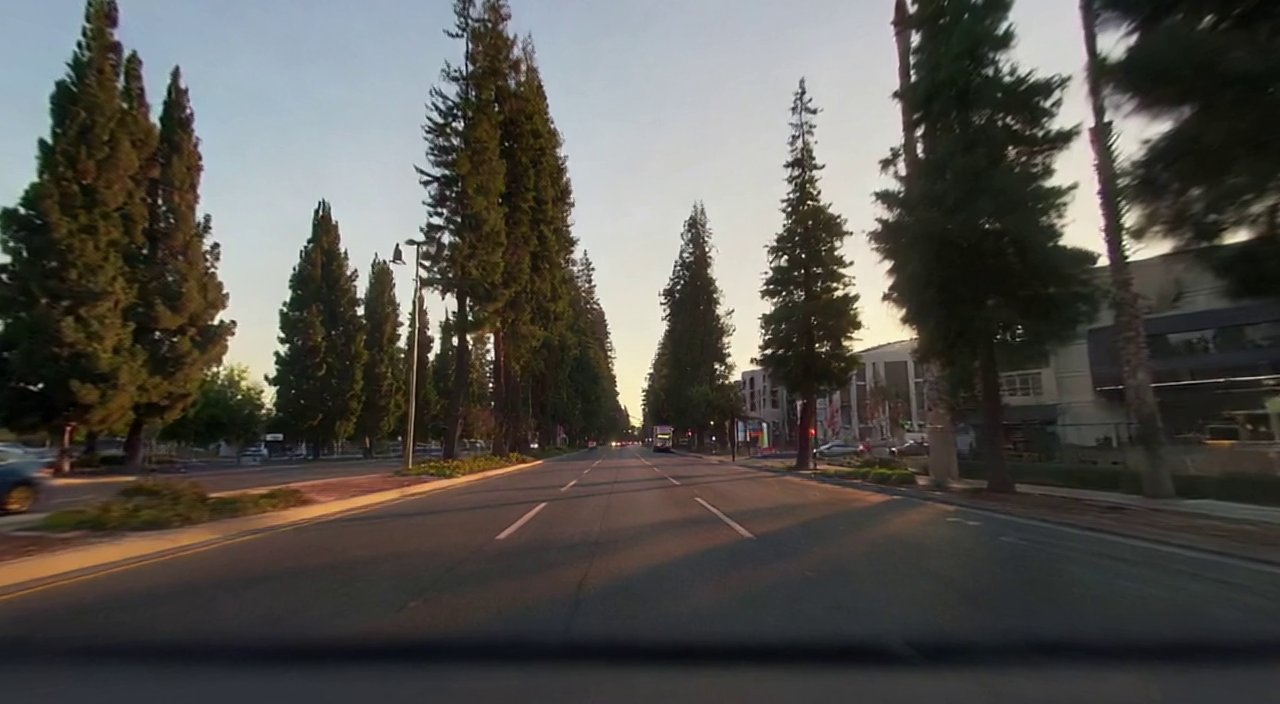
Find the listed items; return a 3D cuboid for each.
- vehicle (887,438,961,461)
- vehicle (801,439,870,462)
[{"bbox_3d":[20.402,7.012,45.496,4.416,1.561,1.876,0,-9,-1],"label":"vehicle"},{"bbox_3d":[13.945,7.026,45.169,4.296,1.596,1.807,0,-9,-1],"label":"vehicle"}]
